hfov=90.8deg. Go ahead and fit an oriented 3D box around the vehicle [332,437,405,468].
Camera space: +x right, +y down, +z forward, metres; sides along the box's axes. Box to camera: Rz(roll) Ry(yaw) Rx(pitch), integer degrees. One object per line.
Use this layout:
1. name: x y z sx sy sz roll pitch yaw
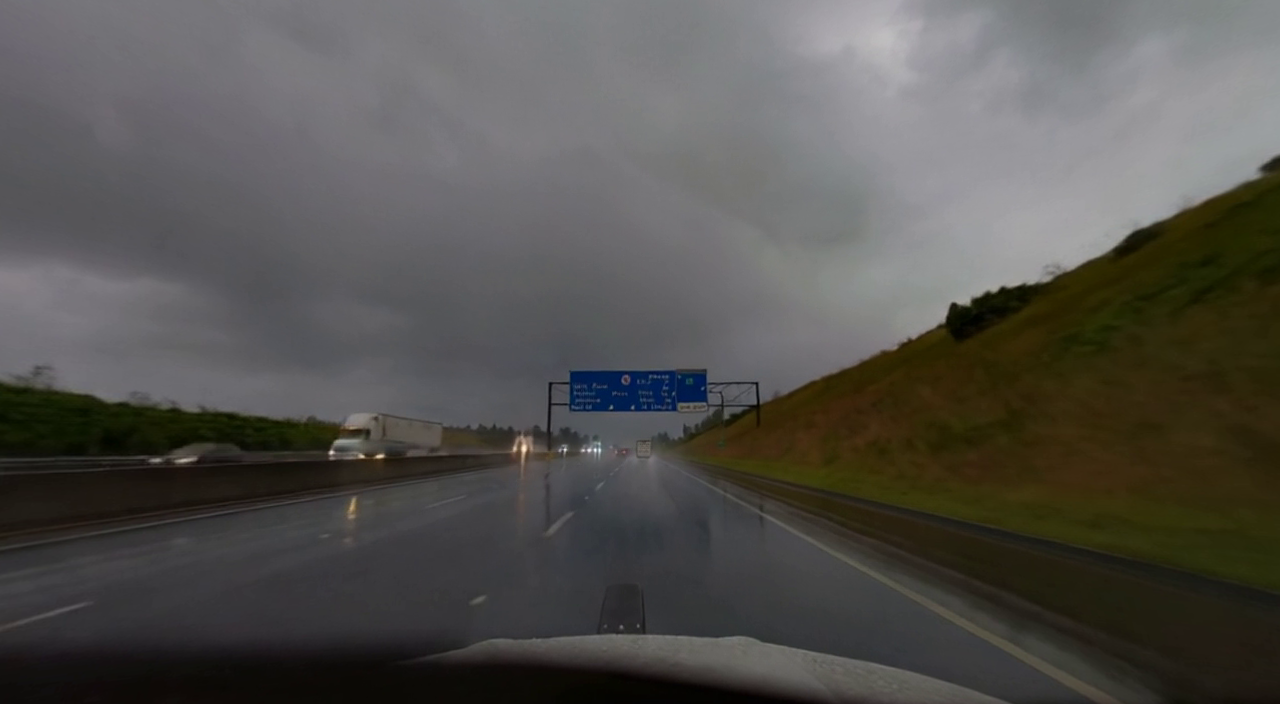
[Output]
1. vehicle: -15.153 5.646 35.536 1.981 1.613 4.650 0 -9 0
